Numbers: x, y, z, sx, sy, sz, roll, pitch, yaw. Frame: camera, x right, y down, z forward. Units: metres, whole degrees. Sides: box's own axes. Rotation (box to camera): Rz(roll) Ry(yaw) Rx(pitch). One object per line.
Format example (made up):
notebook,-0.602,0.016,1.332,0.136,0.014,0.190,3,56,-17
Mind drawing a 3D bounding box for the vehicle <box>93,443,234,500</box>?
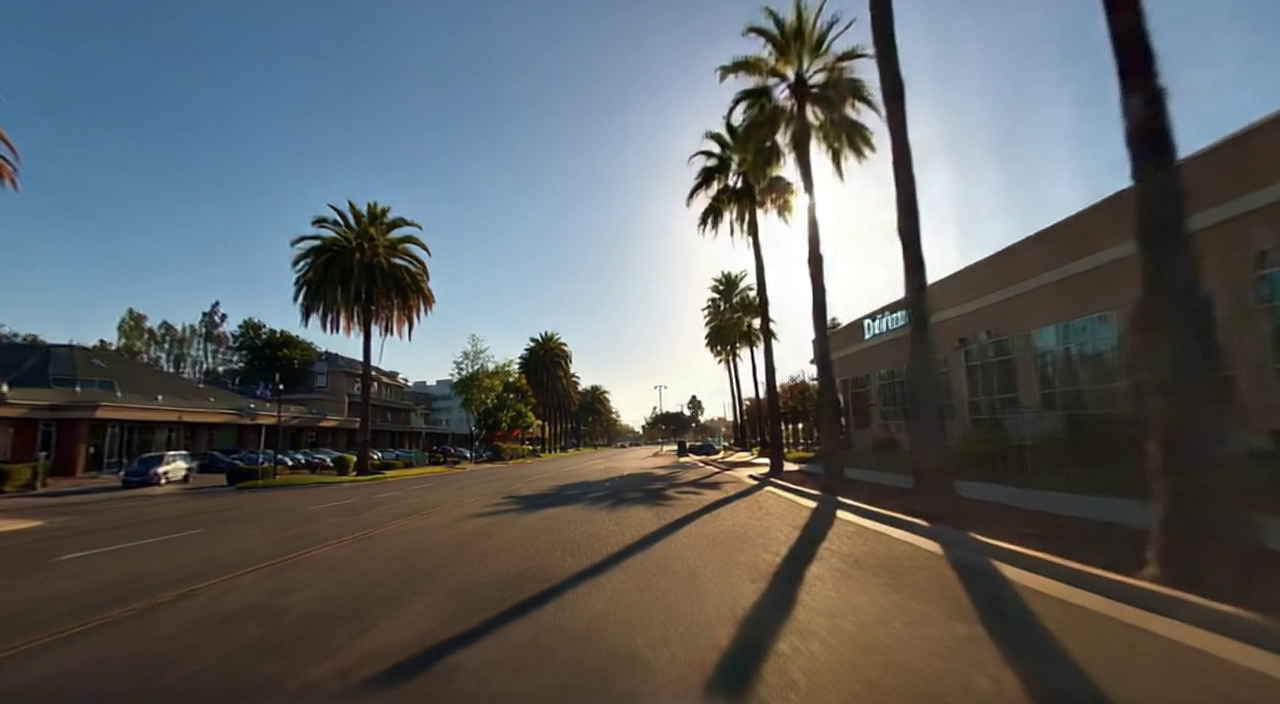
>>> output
vehicle,-17.602,4.338,23.318,4.651,1.863,2.174,-5,-10,27
